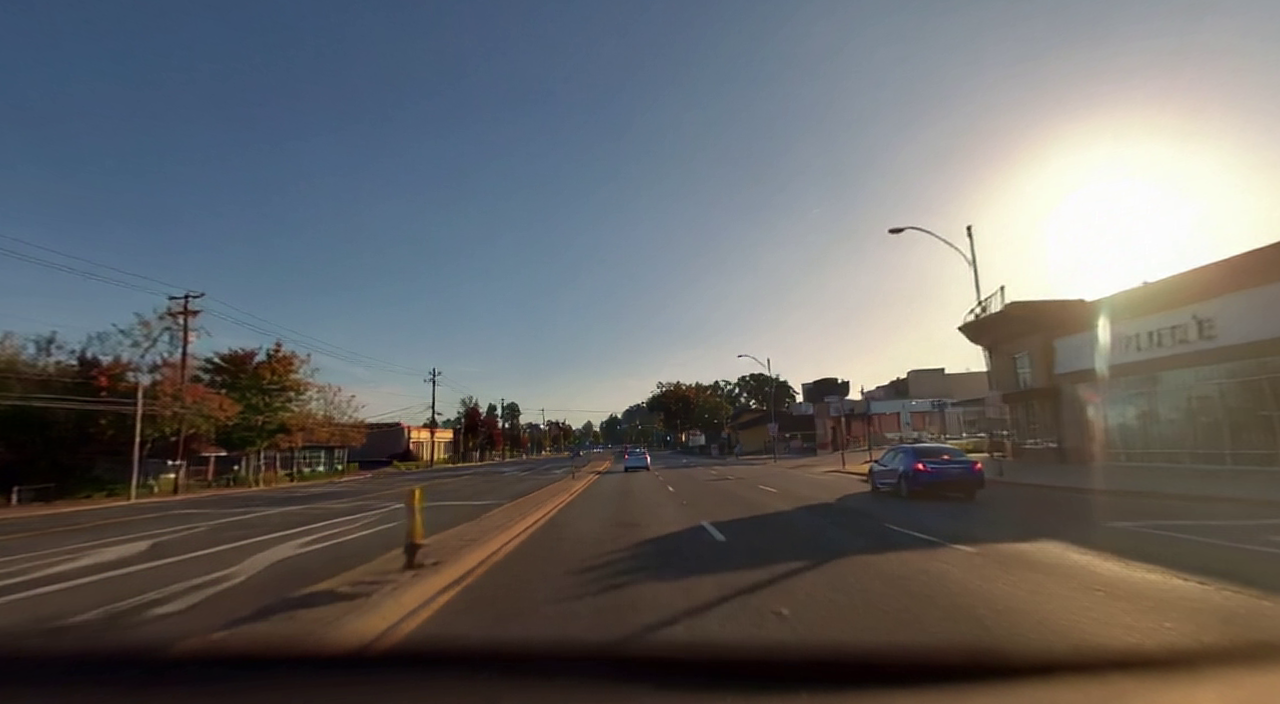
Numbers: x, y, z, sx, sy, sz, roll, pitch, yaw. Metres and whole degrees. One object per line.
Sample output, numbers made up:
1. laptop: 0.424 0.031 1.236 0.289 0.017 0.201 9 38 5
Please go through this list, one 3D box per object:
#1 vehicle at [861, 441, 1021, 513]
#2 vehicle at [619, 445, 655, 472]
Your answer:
1. vehicle: 6.939 2.885 15.142 1.849 1.464 4.119 0 -8 1
2. vehicle: -0.225 6.401 38.228 2.027 1.494 3.942 0 -8 -1
